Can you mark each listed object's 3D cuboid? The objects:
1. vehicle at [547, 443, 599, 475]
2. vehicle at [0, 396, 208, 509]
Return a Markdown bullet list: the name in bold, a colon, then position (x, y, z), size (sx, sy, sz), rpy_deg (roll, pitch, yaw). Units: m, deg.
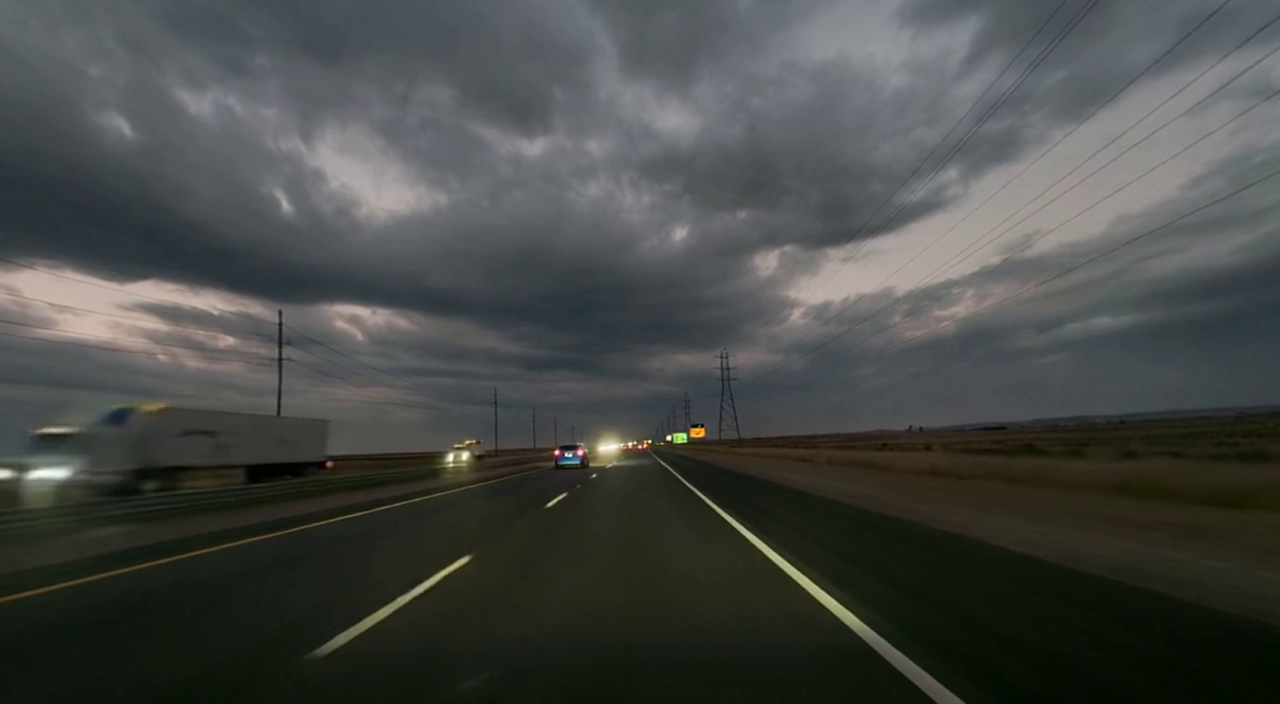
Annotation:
- **vehicle**: position (-3.412, 5.554, 32.888), size (2.106, 1.543, 4.465), rpy_deg (0, -9, 1)
- **vehicle**: position (-24.735, 4.542, 28.738), size (3.332, 4.300, 9.078), rpy_deg (0, -9, 1)
